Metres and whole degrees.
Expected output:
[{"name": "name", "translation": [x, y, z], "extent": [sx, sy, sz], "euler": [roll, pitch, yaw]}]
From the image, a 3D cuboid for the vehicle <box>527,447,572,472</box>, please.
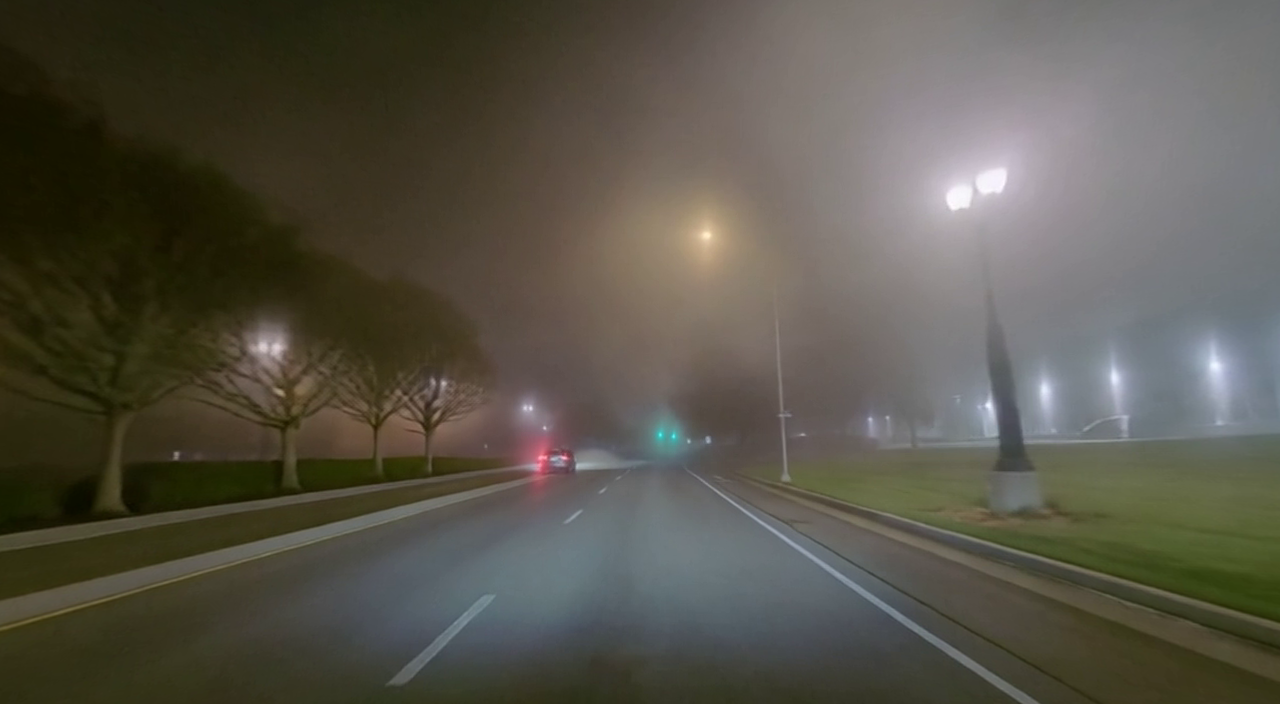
[{"name": "vehicle", "translation": [-5.520, 6.604, 39.051], "extent": [1.945, 1.461, 4.605], "euler": [-1, -9, 3]}]
